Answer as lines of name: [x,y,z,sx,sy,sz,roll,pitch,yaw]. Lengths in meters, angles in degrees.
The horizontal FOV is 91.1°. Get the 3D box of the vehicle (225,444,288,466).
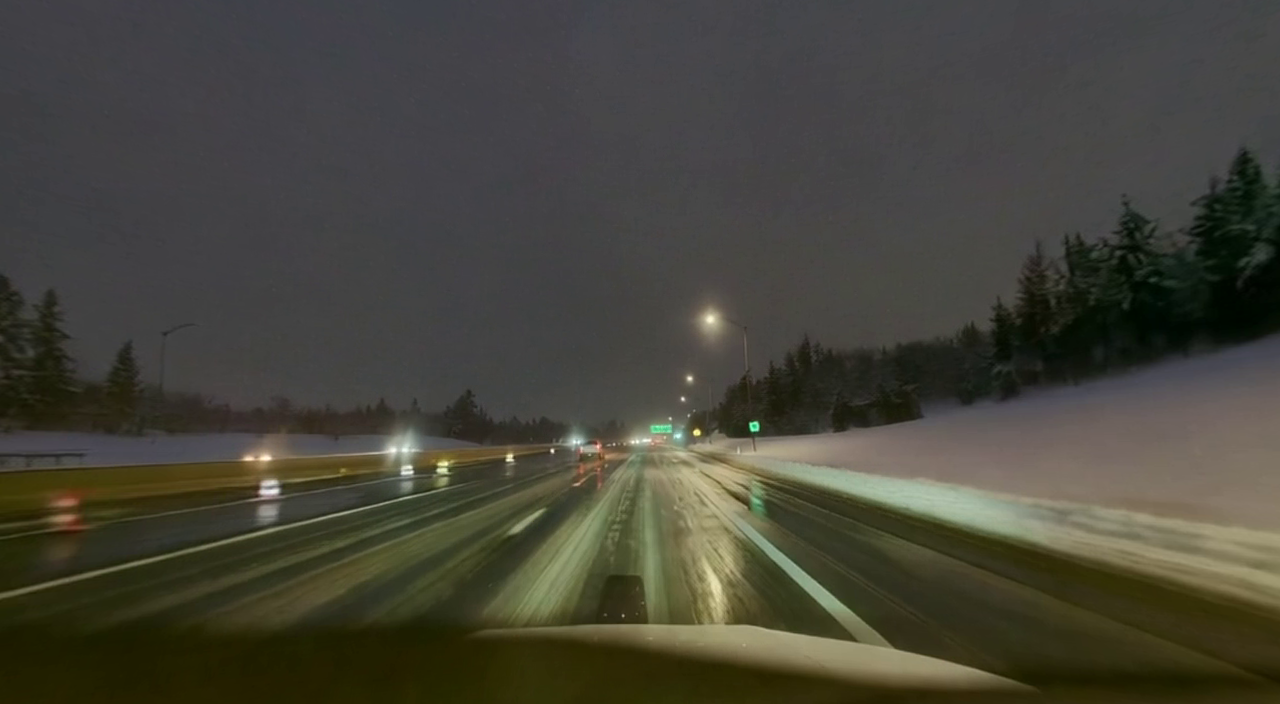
vehicle: [-29.338,7.869,48.191,1.829,1.542,4.544,-1,-8,3]

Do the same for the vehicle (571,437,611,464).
vehicle: [-2.989,6.158,39.334,2.078,1.629,4.059,0,-8,1]
